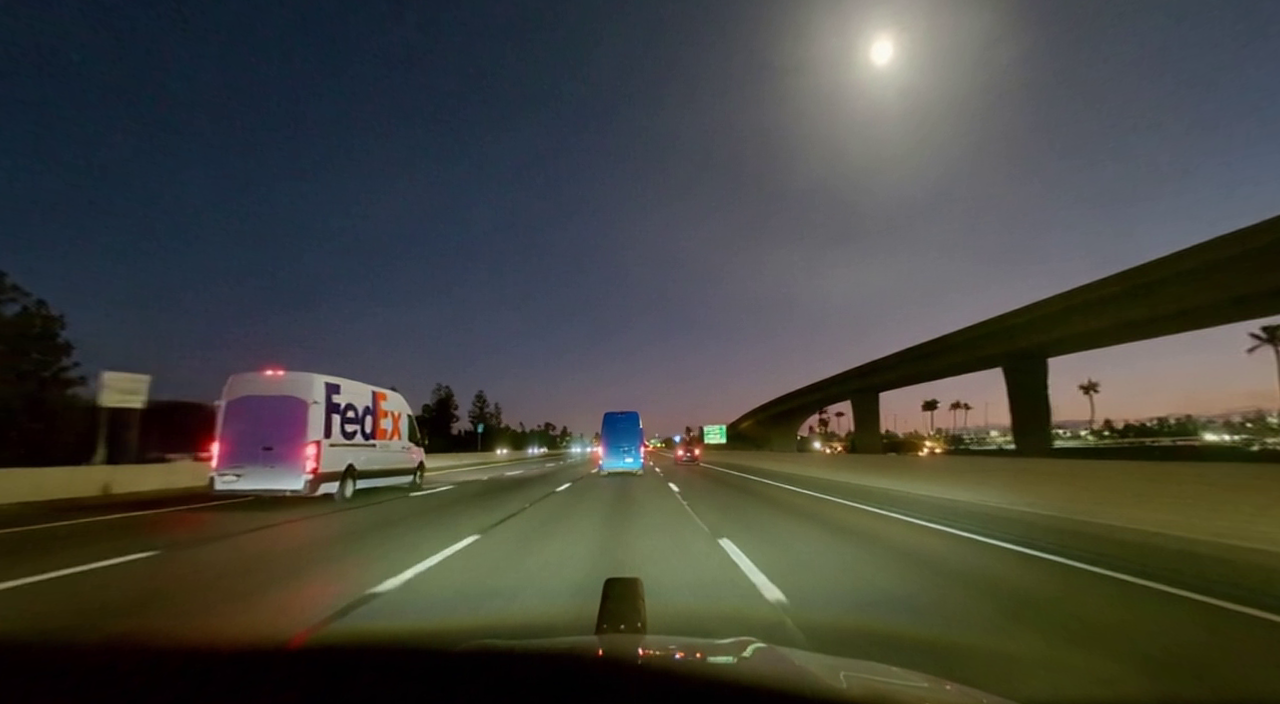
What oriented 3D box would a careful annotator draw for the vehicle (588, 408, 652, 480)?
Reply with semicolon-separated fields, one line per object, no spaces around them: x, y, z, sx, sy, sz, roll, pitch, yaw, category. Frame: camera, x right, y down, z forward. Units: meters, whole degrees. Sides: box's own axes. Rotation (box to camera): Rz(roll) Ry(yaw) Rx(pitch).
-0.743;4.013;27.300;2.476;2.776;5.598;0;-9;1;vehicle

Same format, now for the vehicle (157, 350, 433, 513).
-7.948;2.119;15.991;2.965;3.178;7.188;0;-9;-1;vehicle

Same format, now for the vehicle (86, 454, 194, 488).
-25.122;5.948;31.763;1.810;1.532;4.375;0;-9;0;vehicle

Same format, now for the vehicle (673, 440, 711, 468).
3.226;6.418;39.668;1.987;1.648;3.984;0;-9;-1;vehicle
